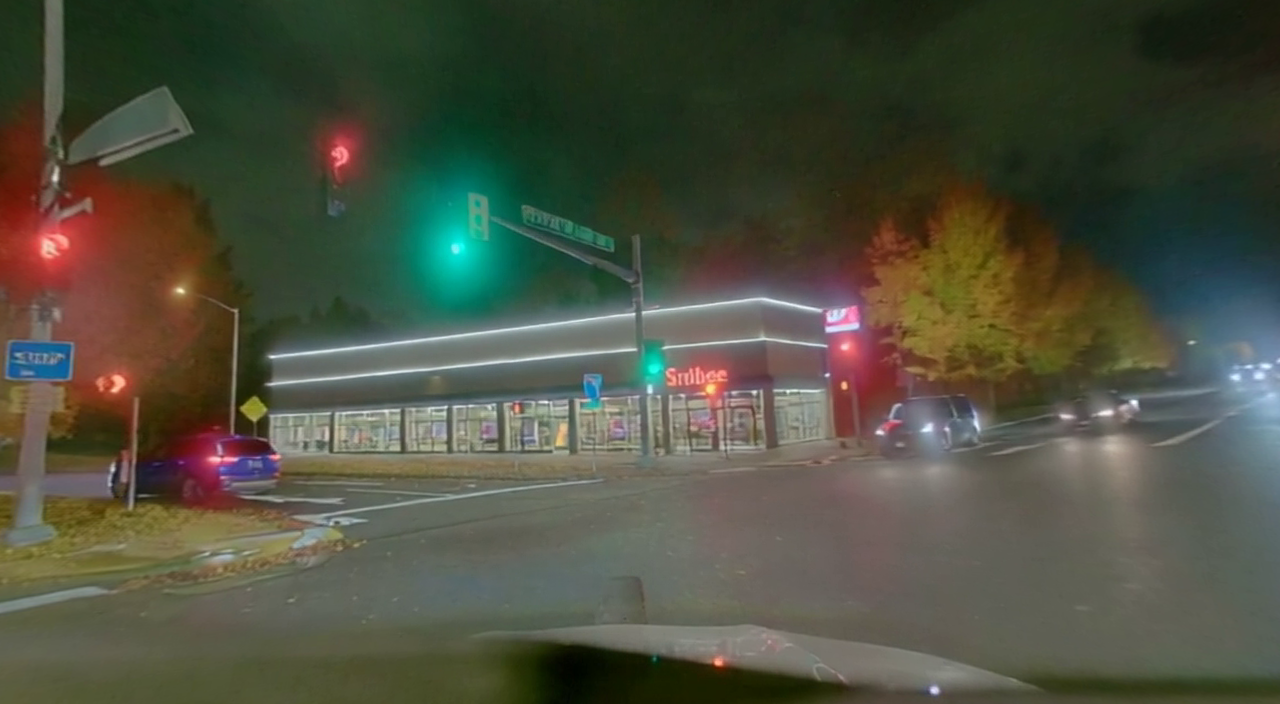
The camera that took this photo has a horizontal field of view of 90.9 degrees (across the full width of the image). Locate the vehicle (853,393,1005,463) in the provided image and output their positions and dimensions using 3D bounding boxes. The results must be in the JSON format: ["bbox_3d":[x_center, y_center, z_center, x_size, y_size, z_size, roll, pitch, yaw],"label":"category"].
[{"bbox_3d":[9.701,2.420,20.868,5.787,1.834,2.524,2,-7,-44],"label":"vehicle"}]

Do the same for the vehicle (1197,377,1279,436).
[{"bbox_3d":[19.757,1.861,20.749,1.991,1.688,4.793,-7,-10,41],"label":"vehicle"}]

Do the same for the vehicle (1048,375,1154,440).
[{"bbox_3d":[16.208,2.020,22.046,2.331,1.971,4.946,-7,-10,41],"label":"vehicle"}]

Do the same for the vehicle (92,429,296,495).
[{"bbox_3d":[-13.505,3.310,19.215,5.110,1.814,2.146,-3,-7,14],"label":"vehicle"}]

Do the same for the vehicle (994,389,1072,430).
[{"bbox_3d":[19.330,2.878,30.906,2.247,1.808,4.945,-7,-10,42],"label":"vehicle"}]
